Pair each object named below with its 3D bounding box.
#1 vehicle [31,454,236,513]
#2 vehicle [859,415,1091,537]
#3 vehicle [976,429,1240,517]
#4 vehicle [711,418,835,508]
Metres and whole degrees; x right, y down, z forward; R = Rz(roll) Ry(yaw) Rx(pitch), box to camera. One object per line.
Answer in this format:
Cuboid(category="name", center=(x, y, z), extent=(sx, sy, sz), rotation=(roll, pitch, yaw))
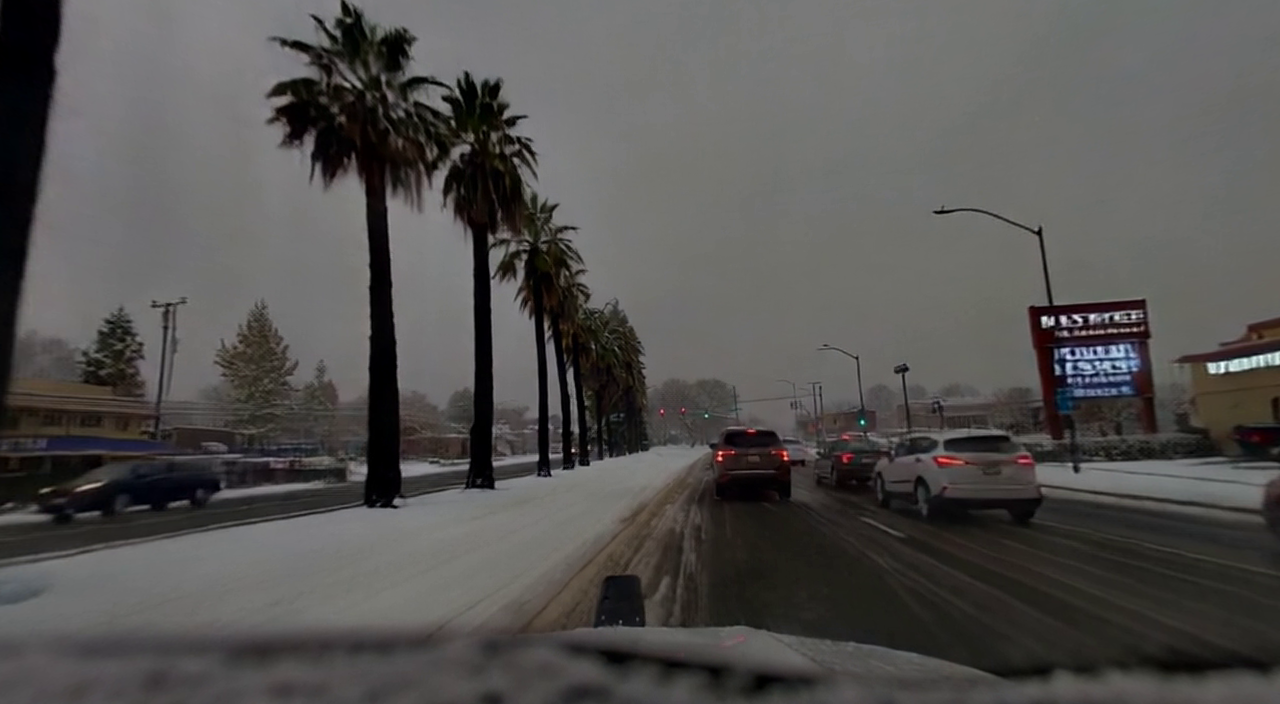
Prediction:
Cuboid(category="vehicle", center=(-14.526, 3.752, 18.564), extent=(1.857, 1.446, 4.615), rotation=(-1, -9, 7))
Cuboid(category="vehicle", center=(5.745, 2.173, 11.685), extent=(2.187, 1.777, 4.444), rotation=(-1, -9, 6))
Cuboid(category="vehicle", center=(11.336, 2.949, 15.978), extent=(2.348, 1.822, 5.043), rotation=(2, -9, -9))
Cuboid(category="vehicle", center=(3.004, 2.652, 15.520), extent=(2.428, 1.816, 4.959), rotation=(-1, -9, 6))
